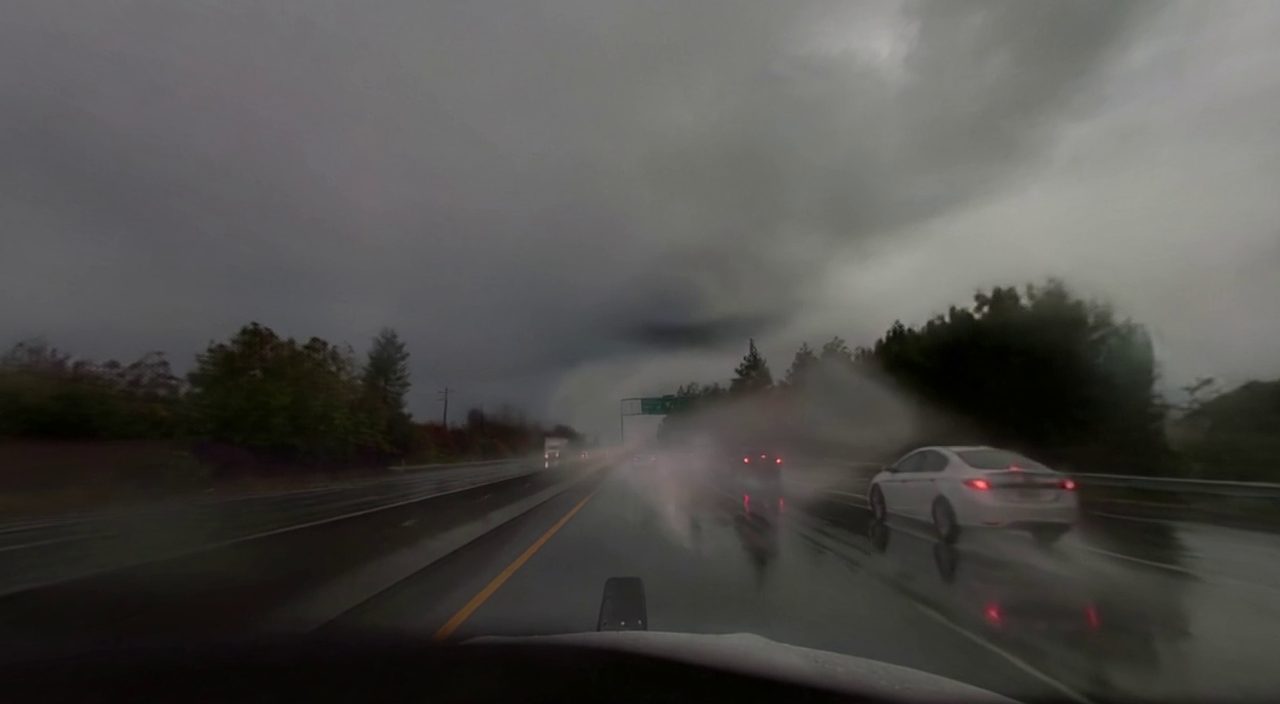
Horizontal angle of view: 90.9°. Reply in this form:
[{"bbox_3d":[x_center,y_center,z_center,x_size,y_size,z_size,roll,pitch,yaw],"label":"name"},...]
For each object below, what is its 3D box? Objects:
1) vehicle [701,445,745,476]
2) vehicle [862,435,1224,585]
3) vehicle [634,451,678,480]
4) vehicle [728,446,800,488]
[{"bbox_3d":[4.786,6.341,37.026,1.969,1.639,4.472,0,-9,0],"label":"vehicle"},{"bbox_3d":[4.836,1.935,8.647,1.827,1.462,4.697,0,-9,0],"label":"vehicle"},{"bbox_3d":[0.726,5.549,30.961,2.012,1.320,3.777,0,-9,0],"label":"vehicle"},{"bbox_3d":[4.743,4.447,24.580,1.952,1.495,3.740,0,-9,-1],"label":"vehicle"}]
